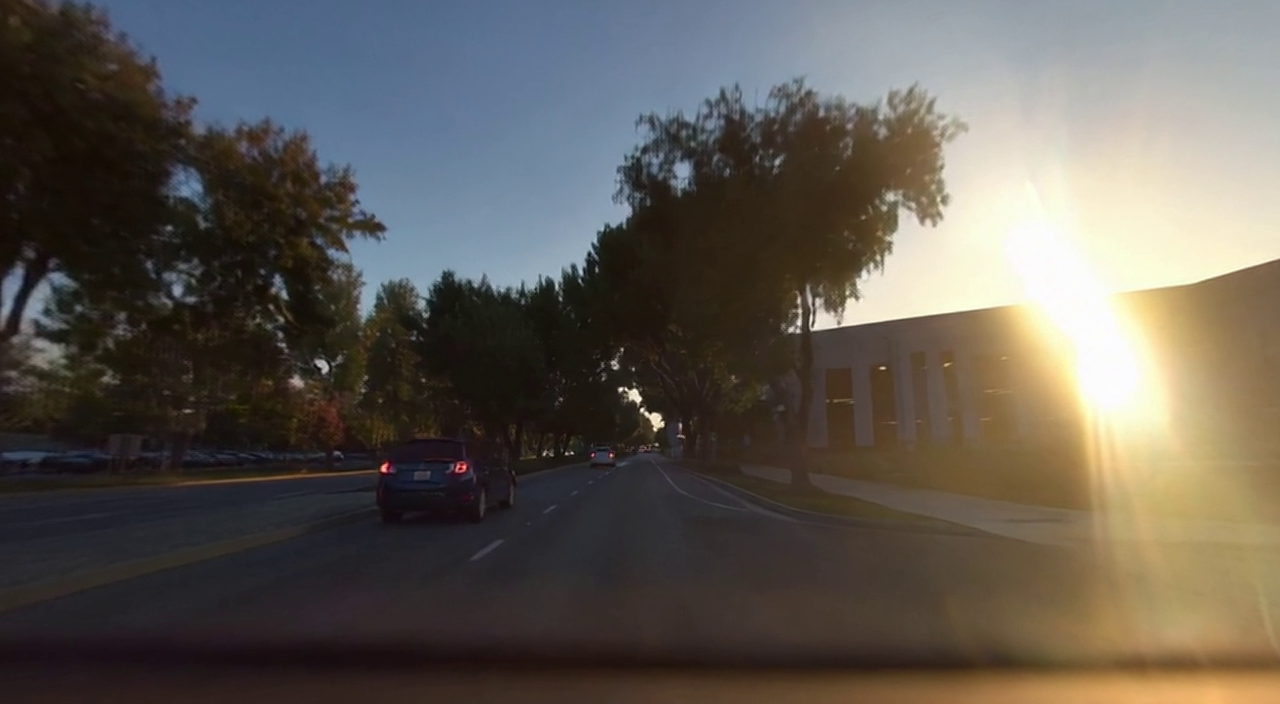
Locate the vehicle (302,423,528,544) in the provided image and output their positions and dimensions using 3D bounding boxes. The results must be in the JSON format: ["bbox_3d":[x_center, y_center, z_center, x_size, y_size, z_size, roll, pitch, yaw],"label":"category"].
[{"bbox_3d":[-3.593,2.208,11.313,2.202,1.685,4.772,0,-9,1],"label":"vehicle"}]
